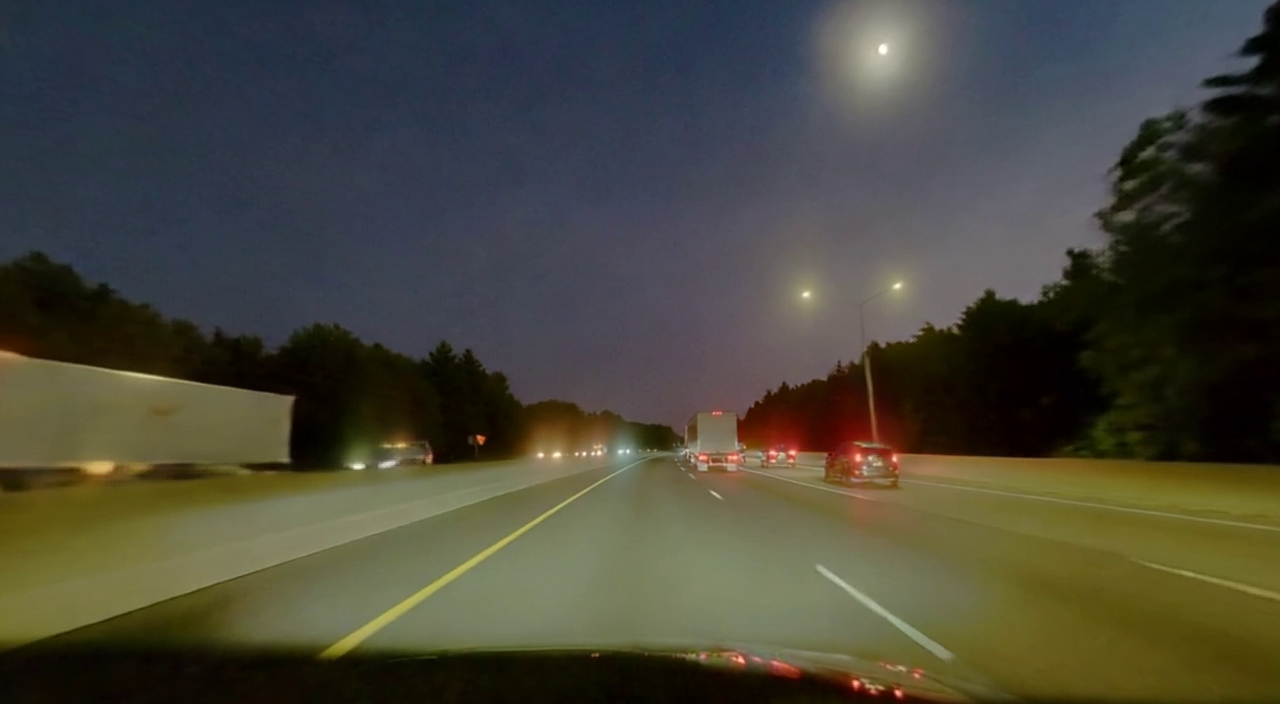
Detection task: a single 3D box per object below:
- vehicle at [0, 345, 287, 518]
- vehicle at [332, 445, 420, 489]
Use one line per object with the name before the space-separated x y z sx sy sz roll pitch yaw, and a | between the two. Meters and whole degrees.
vehicle | -16.353 2.546 19.156 2.852 4.027 14.081 0 -9 1
vehicle | -11.574 5.047 27.970 2.033 1.808 4.059 0 -9 1
